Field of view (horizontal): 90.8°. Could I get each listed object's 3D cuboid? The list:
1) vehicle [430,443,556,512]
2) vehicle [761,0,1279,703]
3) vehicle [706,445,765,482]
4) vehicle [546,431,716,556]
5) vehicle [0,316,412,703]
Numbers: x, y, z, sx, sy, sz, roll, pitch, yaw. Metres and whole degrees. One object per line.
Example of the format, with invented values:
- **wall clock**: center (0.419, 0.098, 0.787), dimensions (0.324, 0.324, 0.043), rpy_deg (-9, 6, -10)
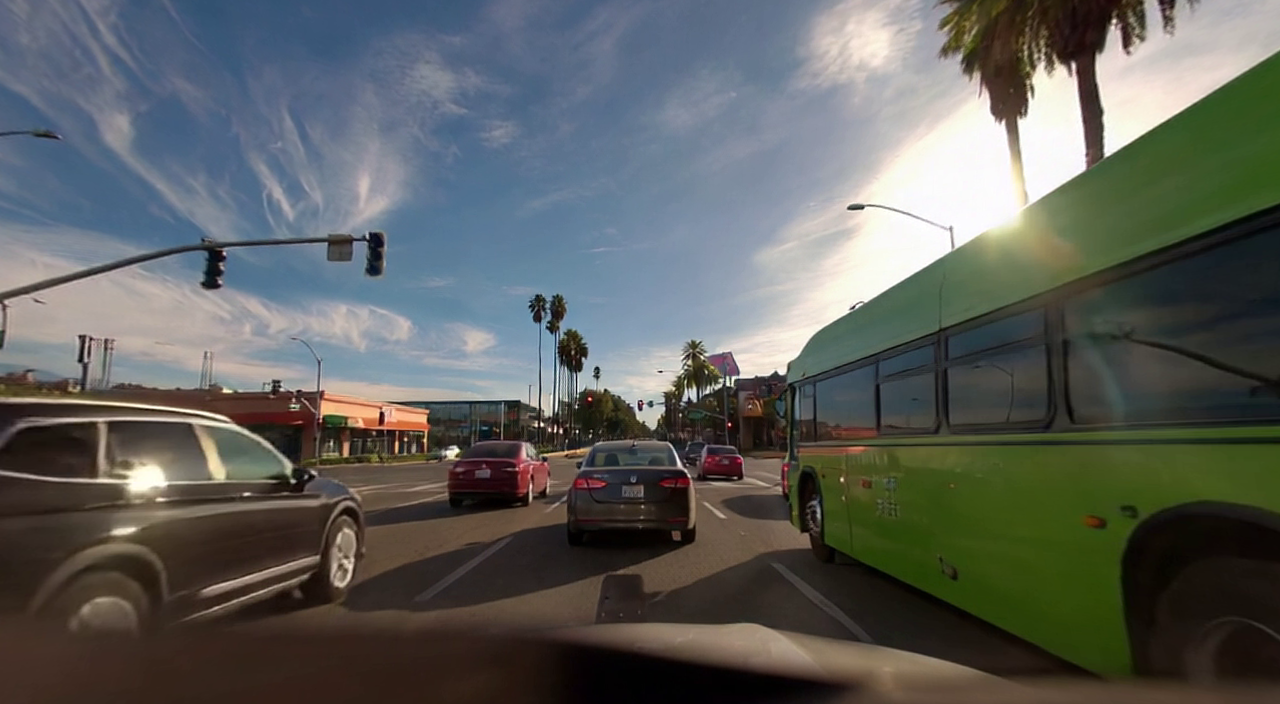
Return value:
- **vehicle**: center (-3.354, 2.928, 15.306), dimensions (1.919, 1.415, 4.178), rpy_deg (0, -9, 2)
- **vehicle**: center (3.633, -0.046, 4.093), dimensions (3.068, 4.026, 13.534), rpy_deg (0, -9, 0)
- **vehicle**: center (4.108, 4.888, 27.978), dimensions (1.989, 1.467, 4.364), rpy_deg (0, -9, 1)
- **vehicle**: center (-0.123, 2.018, 9.666), dimensions (2.060, 1.499, 3.831), rpy_deg (0, -9, 0)
- **vehicle**: center (-3.498, 1.019, 3.987), dimensions (2.145, 1.824, 4.974), rpy_deg (0, -9, 1)
